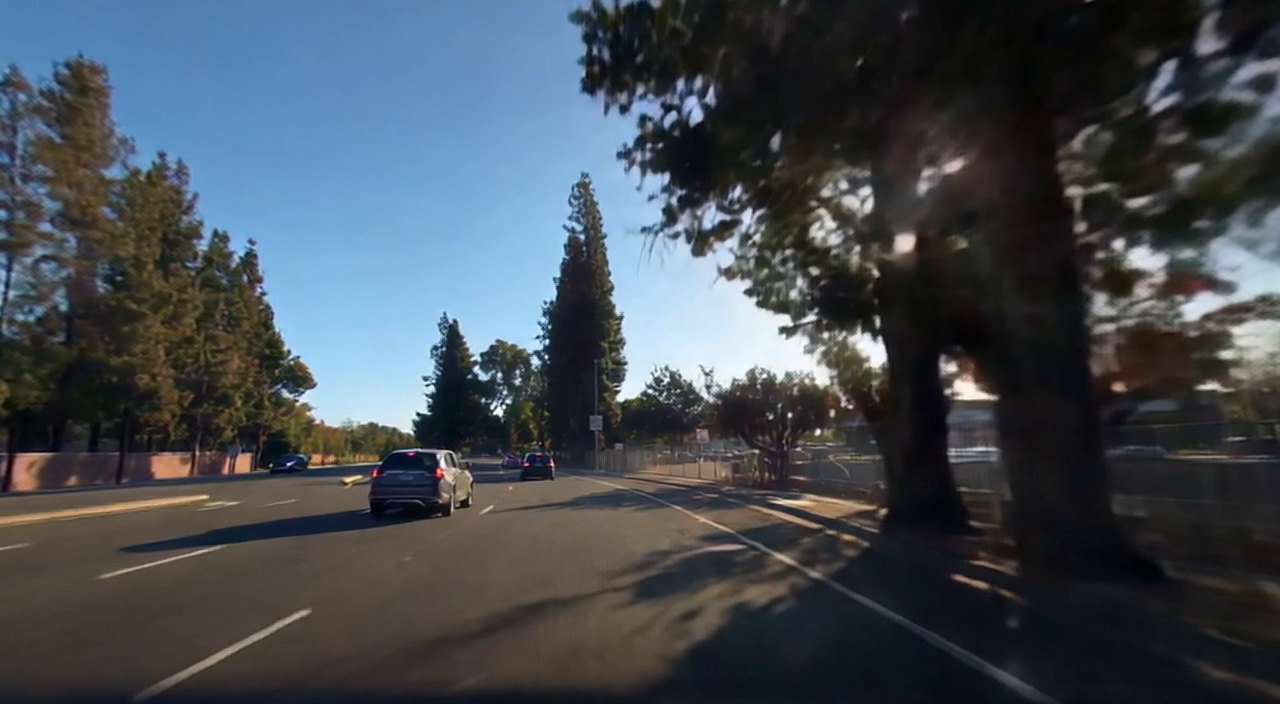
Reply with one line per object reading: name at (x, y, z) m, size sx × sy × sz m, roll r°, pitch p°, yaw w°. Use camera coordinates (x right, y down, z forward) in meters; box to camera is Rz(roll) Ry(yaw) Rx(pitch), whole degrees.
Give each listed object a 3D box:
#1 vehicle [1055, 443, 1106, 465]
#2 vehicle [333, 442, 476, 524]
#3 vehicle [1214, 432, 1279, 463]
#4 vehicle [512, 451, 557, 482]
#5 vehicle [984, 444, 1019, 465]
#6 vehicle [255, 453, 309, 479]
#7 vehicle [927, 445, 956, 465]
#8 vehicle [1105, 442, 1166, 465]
vehicle at (30.800, 7.153, 44.269) m, size 1.904 × 1.432 × 4.640 m, roll -4°, pitch -9°, yaw 23°
vehicle at (-5.505, 3.079, 15.508) m, size 2.105 × 1.676 × 4.541 m, roll 1°, pitch -9°, yaw -5°
vehicle at (38.644, 6.016, 39.895) m, size 2.141 × 1.842 × 5.582 m, roll -5°, pitch -10°, yaw 29°
vehicle at (-5.437, 5.871, 32.713) m, size 2.147 × 1.474 × 4.083 m, roll 1°, pitch -9°, yaw -9°
vehicle at (26.631, 7.549, 46.596) m, size 2.027 × 1.455 × 3.838 m, roll -5°, pitch -10°, yaw 28°
vehicle at (-27.489, 8.726, 48.712) m, size 2.214 × 1.844 × 4.822 m, roll 1°, pitch -9°, yaw -12°
vehicle at (23.262, 7.957, 48.803) m, size 1.863 × 1.456 × 4.250 m, roll -4°, pitch -9°, yaw 24°
vehicle at (33.469, 6.846, 42.810) m, size 2.095 × 1.470 × 4.336 m, roll -4°, pitch -9°, yaw 23°
